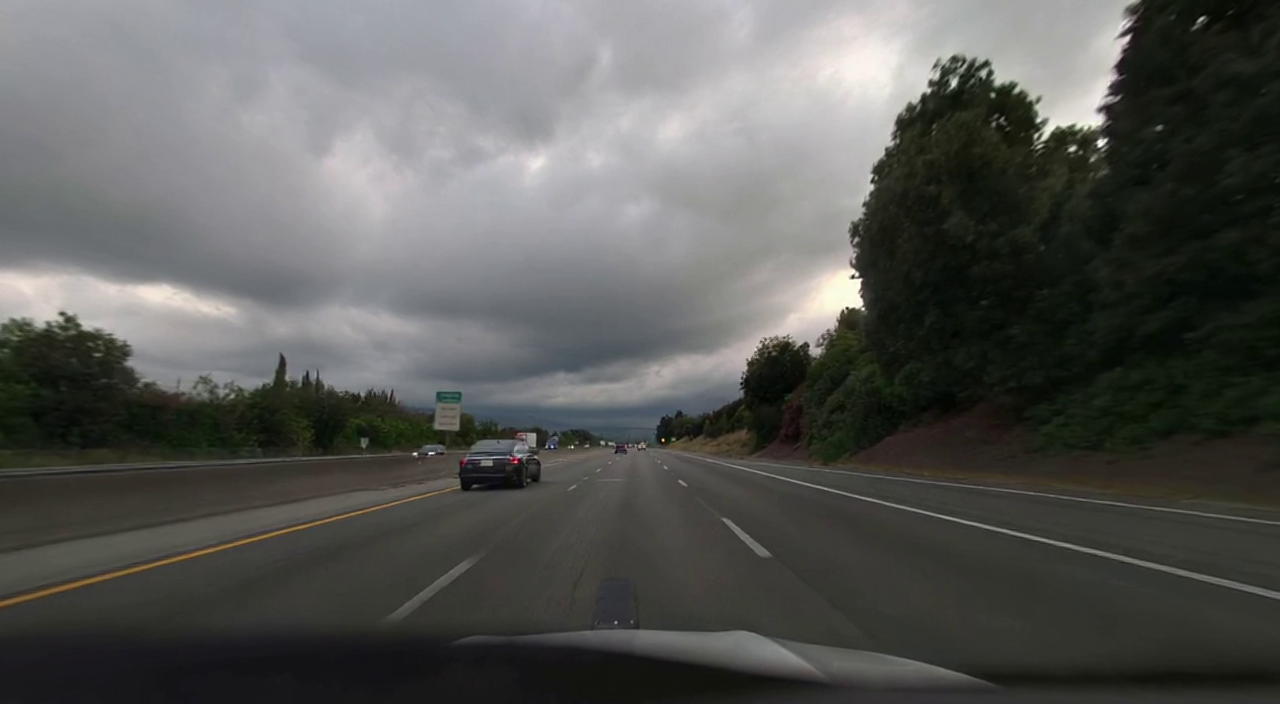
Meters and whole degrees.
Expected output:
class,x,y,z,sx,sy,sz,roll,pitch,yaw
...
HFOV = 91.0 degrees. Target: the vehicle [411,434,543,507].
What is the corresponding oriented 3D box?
class,x,y,z,sx,sy,sz,roll,pitch,yaw
vehicle,-3.912,2.922,16.037,2.158,1.562,4.373,-1,-8,1
